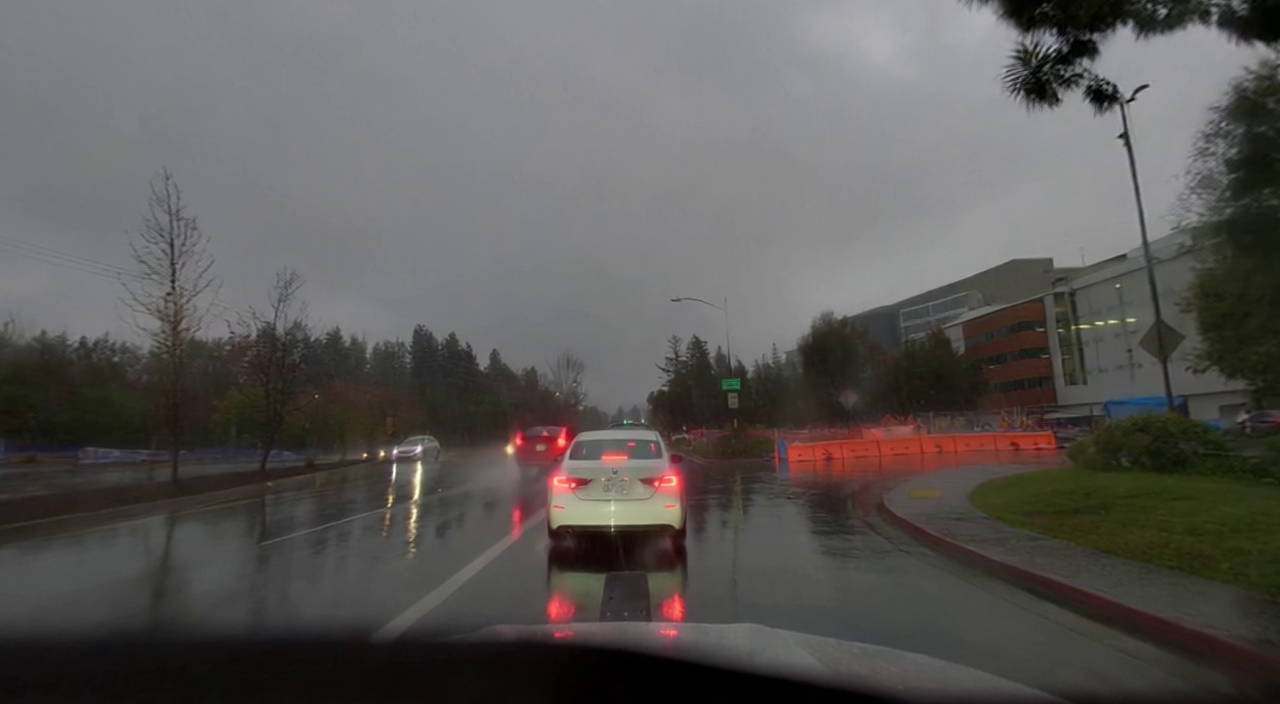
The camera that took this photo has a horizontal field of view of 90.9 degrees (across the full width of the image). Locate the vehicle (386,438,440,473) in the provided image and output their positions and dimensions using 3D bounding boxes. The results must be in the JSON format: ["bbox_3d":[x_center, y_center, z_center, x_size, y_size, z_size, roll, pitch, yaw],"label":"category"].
[{"bbox_3d":[-10.458,4.690,28.843,2.072,1.465,4.394,3,-9,-22],"label":"vehicle"}]

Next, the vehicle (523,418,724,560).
[{"bbox_3d":[-0.183,1.750,8.736,2.112,1.482,4.076,0,-8,0],"label":"vehicle"}]
